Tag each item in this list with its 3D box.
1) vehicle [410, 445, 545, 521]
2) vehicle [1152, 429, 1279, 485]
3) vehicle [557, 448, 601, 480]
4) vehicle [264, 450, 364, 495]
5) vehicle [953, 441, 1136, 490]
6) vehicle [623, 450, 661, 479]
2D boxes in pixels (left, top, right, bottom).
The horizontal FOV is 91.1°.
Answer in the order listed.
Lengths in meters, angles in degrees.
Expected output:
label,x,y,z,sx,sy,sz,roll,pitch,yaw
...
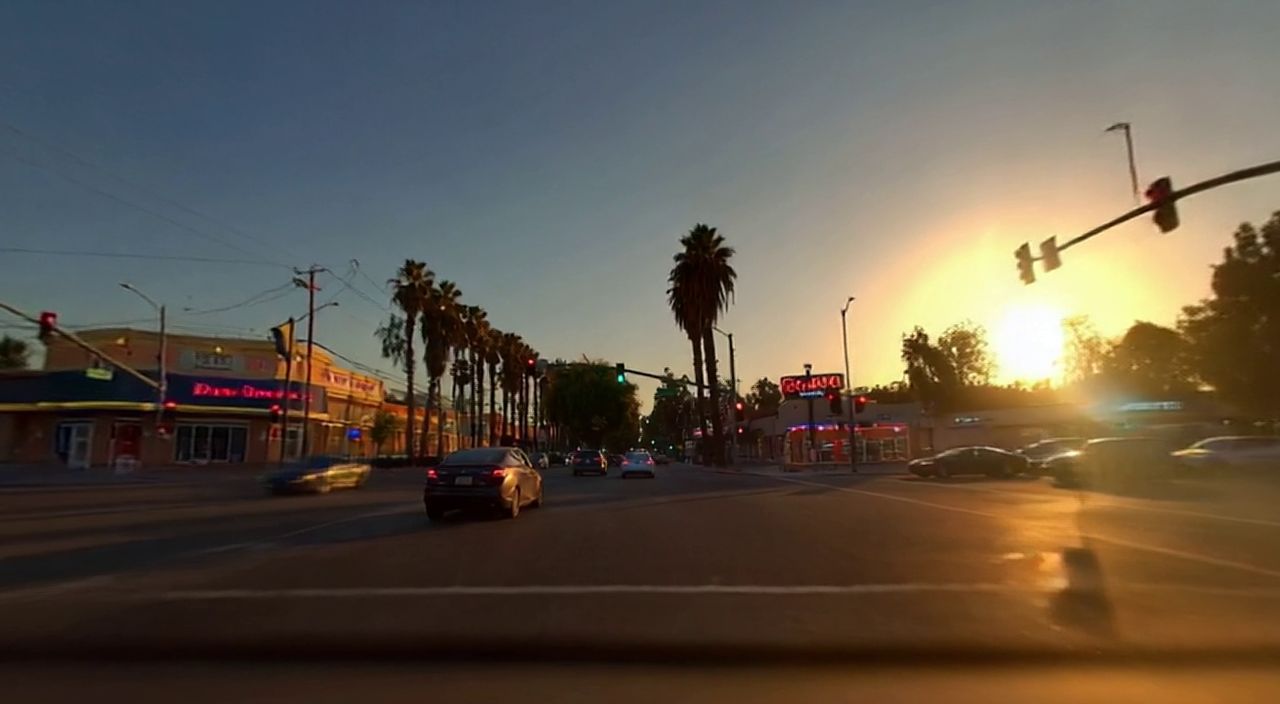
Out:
label,x,y,z,sx,sy,sz,roll,pitch,yaw
vehicle,-3.602,2.966,14.849,1.904,1.513,4.410,-1,-8,2
vehicle,20.309,3.460,20.855,4.699,1.716,2.108,0,-8,-1
vehicle,-3.360,6.195,35.133,1.979,1.634,3.957,0,-8,1
vehicle,-12.517,4.607,24.393,1.818,1.559,3.721,0,-8,1
vehicle,13.137,3.693,20.655,4.532,1.504,2.087,0,-8,0
vehicle,0.124,6.450,36.323,2.094,1.496,4.070,0,-8,0
